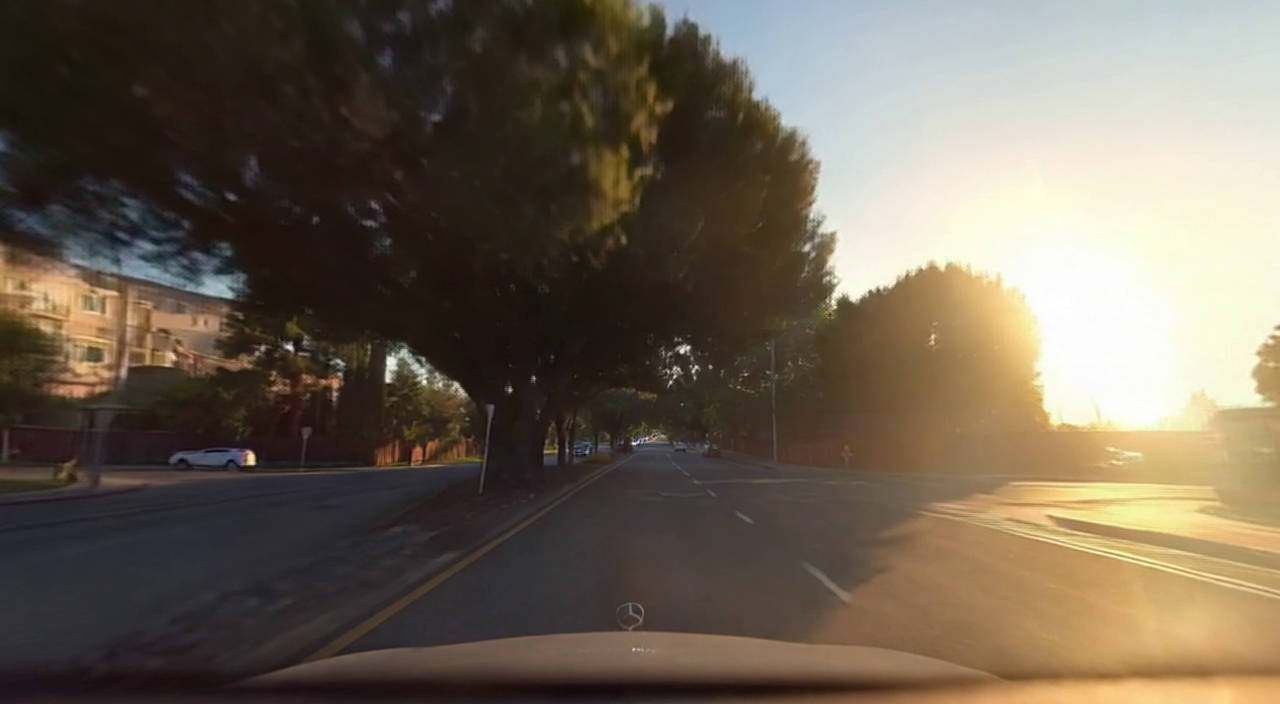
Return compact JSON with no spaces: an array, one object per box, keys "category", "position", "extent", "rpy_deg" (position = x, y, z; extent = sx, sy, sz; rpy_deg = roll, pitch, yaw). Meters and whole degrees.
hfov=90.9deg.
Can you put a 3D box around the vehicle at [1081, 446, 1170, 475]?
[{"category":"vehicle","position":[28.148,6.271,36.754],"extent":[1.900,1.503,4.553],"rpy_deg":[-1,-8,6]}]
